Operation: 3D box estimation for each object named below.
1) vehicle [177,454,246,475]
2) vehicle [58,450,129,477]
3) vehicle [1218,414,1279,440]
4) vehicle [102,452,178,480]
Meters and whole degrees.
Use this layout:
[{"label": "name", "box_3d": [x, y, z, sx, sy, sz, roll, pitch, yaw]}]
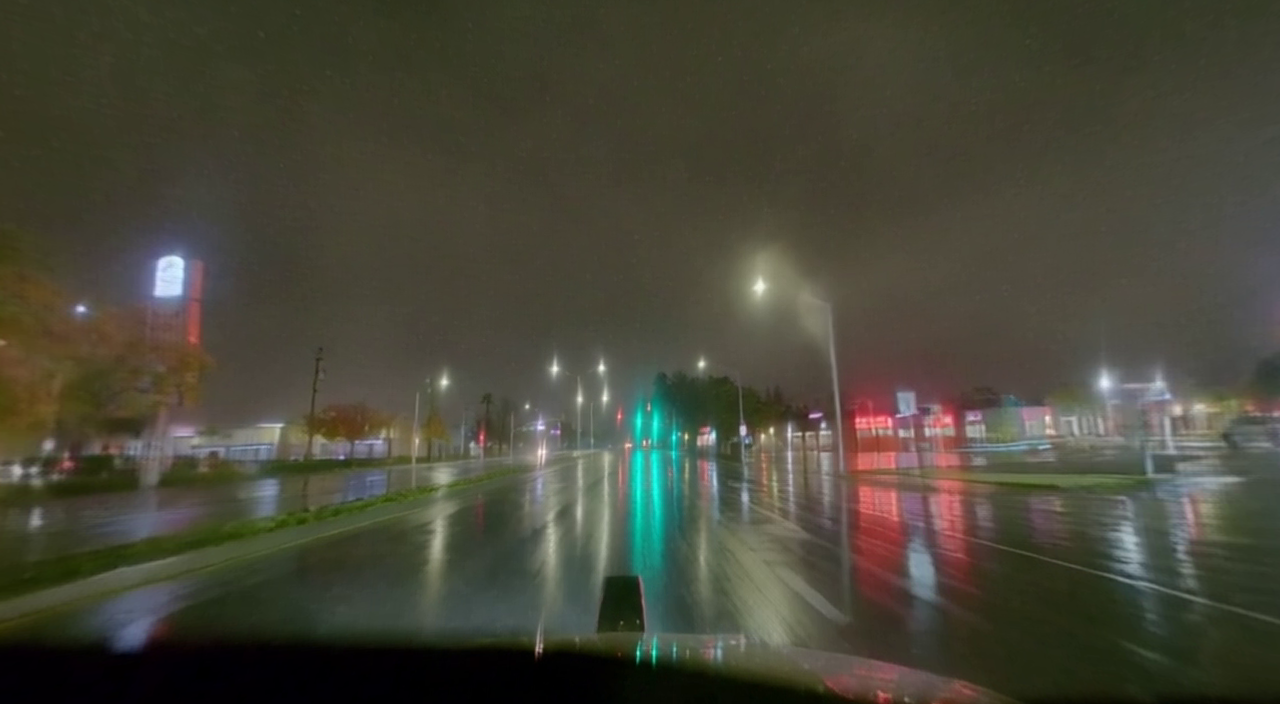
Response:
[{"label": "vehicle", "box_3d": [-33.012, 8.682, 48.844, 1.809, 1.448, 4.747, -1, -8, 2]}, {"label": "vehicle", "box_3d": [-40.856, 8.319, 47.359, 1.704, 1.866, 3.985, 0, -8, -1]}, {"label": "vehicle", "box_3d": [41.636, 5.032, 42.127, 1.834, 1.612, 4.559, 0, -8, 0]}, {"label": "vehicle", "box_3d": [-38.185, 8.686, 48.418, 2.005, 1.915, 5.056, 0, -9, -5]}]
